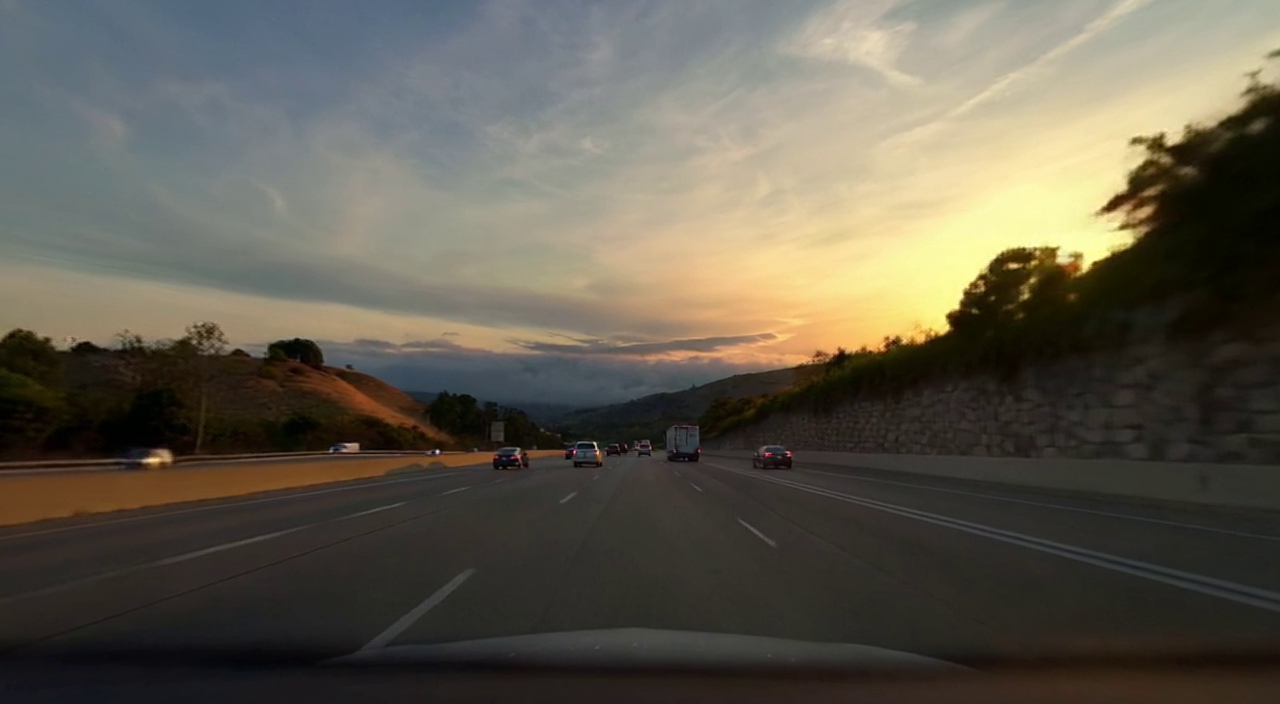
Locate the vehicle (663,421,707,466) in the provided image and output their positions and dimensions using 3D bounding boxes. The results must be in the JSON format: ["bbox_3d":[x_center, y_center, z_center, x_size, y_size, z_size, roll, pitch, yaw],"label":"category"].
[{"bbox_3d":[3.305,7.027,48.381,2.795,3.187,7.205,0,-8,0],"label":"vehicle"}]

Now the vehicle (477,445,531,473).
[{"bbox_3d":[-7.821,6.158,36.735,2.102,1.522,4.394,0,-8,0],"label":"vehicle"}]

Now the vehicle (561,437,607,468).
[{"bbox_3d":[-3.904,7.155,45.061,2.720,2.041,5.432,0,-8,1],"label":"vehicle"}]
